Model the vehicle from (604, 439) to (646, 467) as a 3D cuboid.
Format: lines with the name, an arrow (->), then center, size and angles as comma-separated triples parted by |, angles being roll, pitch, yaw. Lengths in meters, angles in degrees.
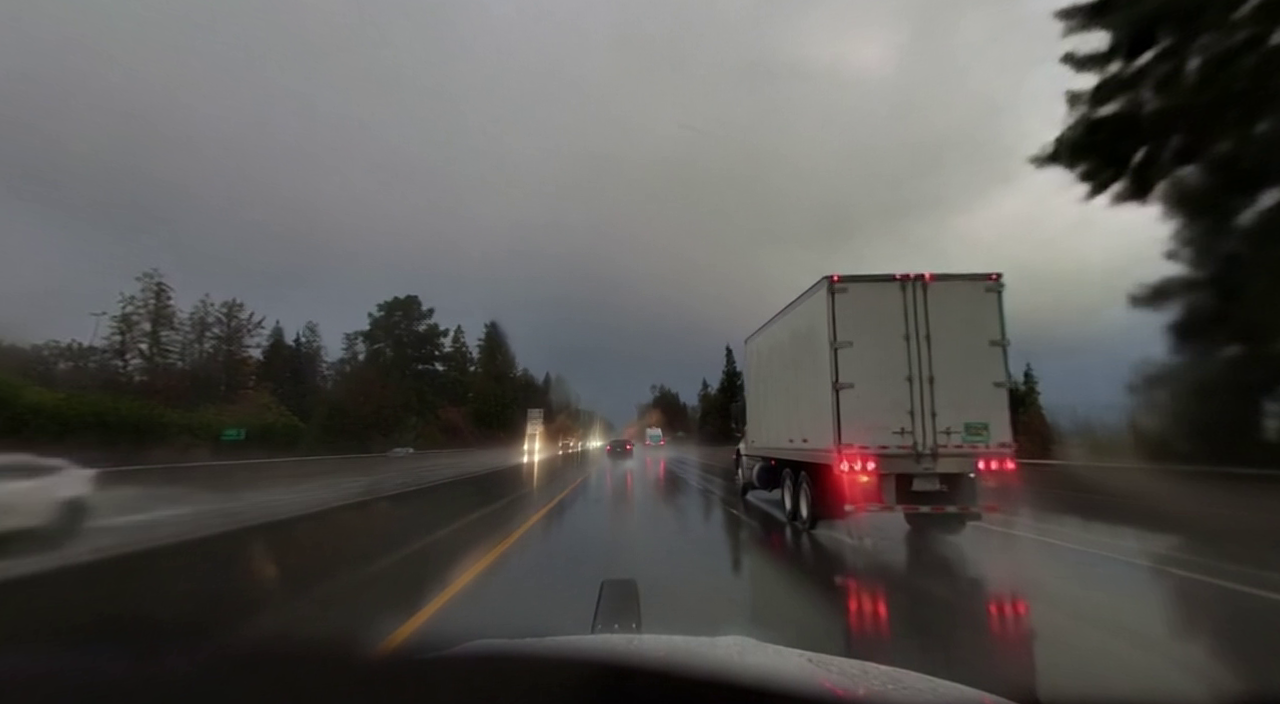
vehicle -> -0.837, 5.660, 35.743 | 2.259, 1.466, 3.693 | 0, -8, -1

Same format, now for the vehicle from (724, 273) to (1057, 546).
vehicle -> 3.738, 1.237, 12.251 | 2.921, 3.526, 8.207 | 0, -8, -1
